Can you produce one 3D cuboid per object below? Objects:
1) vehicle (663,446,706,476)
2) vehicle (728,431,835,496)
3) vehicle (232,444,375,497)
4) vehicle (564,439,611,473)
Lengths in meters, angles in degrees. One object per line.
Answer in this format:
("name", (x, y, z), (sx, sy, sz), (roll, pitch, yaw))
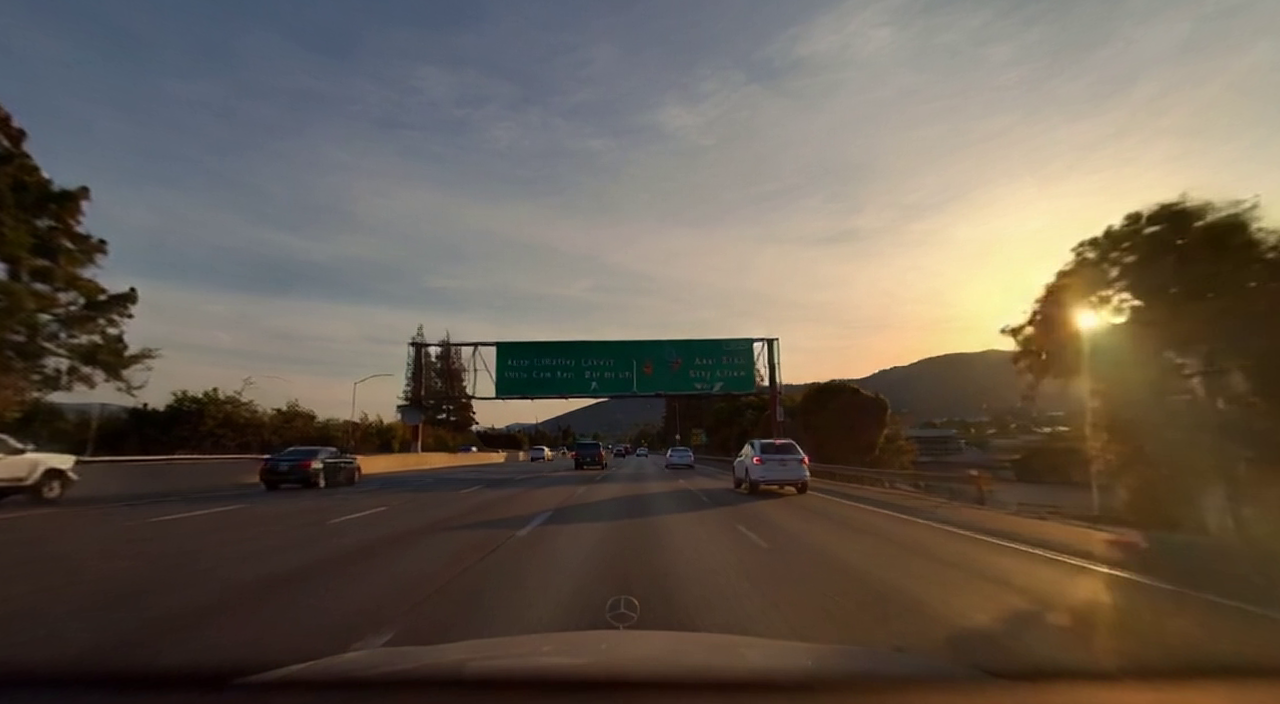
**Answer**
("vehicle", (2.386, 5.990, 34.979), (2.126, 1.529, 4.438), (0, -9, 1))
("vehicle", (4.280, 3.469, 19.956), (2.218, 1.776, 4.807), (0, -9, 0))
("vehicle", (-10.555, 3.717, 20.235), (1.974, 1.472, 4.684), (0, -9, 0))
("vehicle", (-3.131, 6.428, 39.099), (2.449, 1.929, 5.503), (0, -9, 0))
